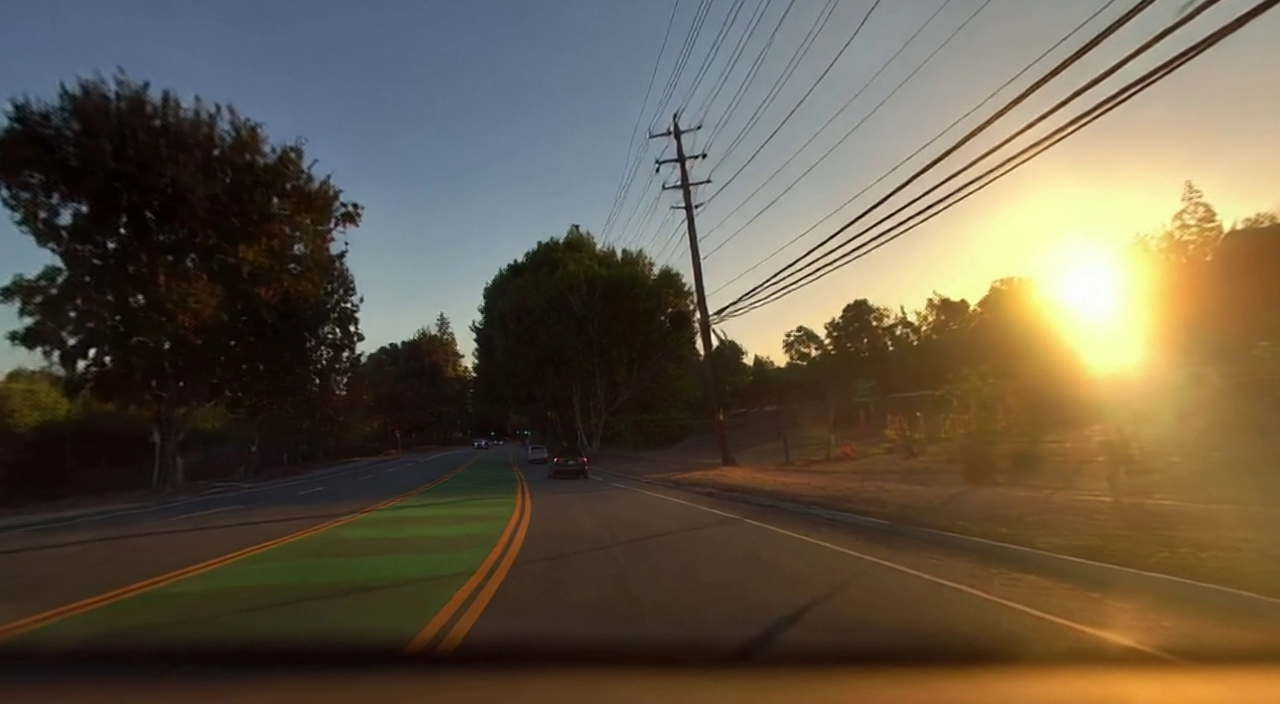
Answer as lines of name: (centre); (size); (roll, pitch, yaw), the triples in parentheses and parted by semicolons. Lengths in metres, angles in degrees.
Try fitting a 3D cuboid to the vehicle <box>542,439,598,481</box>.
vehicle: (-3.405, 5.058, 29.908); (2.140, 1.767, 4.720); (2, -9, -12)
